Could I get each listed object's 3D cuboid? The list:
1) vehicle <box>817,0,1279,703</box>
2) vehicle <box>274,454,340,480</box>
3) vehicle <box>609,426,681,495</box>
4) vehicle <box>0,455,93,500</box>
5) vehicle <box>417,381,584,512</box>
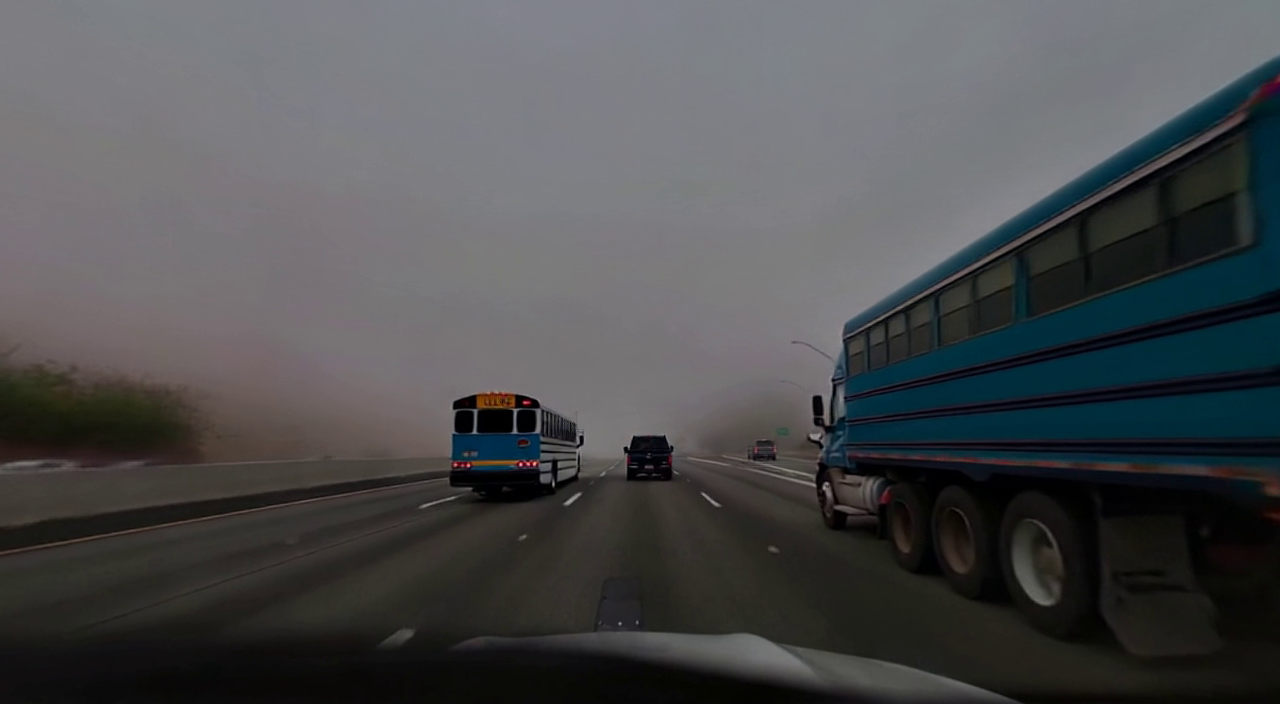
[{"bbox_3d":[4.140,0.281,5.821,3.050,3.810,6.889,-1,-8,1],"label":"vehicle"},{"bbox_3d":[-21.085,7.252,40.131,1.832,1.462,4.285,0,-8,0],"label":"vehicle"},{"bbox_3d":[0.119,3.445,20.377,2.037,1.929,4.343,0,-8,-1],"label":"vehicle"},{"bbox_3d":[-24.657,4.886,24.794,2.031,1.572,4.783,-1,-9,0],"label":"vehicle"},{"bbox_3d":[-3.585,2.769,18.663,2.947,3.009,7.991,-1,-8,1],"label":"vehicle"}]
